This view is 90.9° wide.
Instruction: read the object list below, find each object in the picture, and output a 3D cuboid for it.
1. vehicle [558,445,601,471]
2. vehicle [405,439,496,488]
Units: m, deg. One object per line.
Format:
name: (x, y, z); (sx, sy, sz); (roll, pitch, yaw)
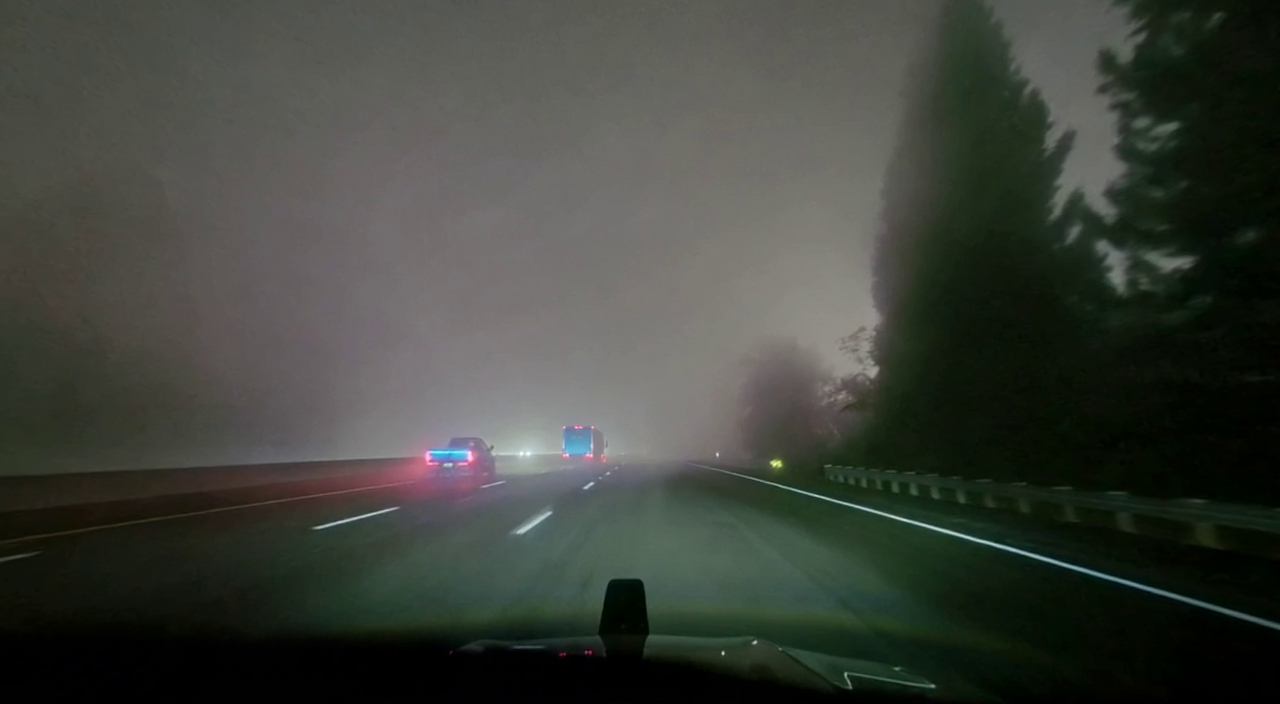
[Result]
vehicle: (-3.750, 6.617, 39.665); (2.184, 1.554, 4.350); (0, -8, 1)
vehicle: (-7.028, 4.175, 23.965); (2.075, 1.646, 4.405); (0, -8, 0)
